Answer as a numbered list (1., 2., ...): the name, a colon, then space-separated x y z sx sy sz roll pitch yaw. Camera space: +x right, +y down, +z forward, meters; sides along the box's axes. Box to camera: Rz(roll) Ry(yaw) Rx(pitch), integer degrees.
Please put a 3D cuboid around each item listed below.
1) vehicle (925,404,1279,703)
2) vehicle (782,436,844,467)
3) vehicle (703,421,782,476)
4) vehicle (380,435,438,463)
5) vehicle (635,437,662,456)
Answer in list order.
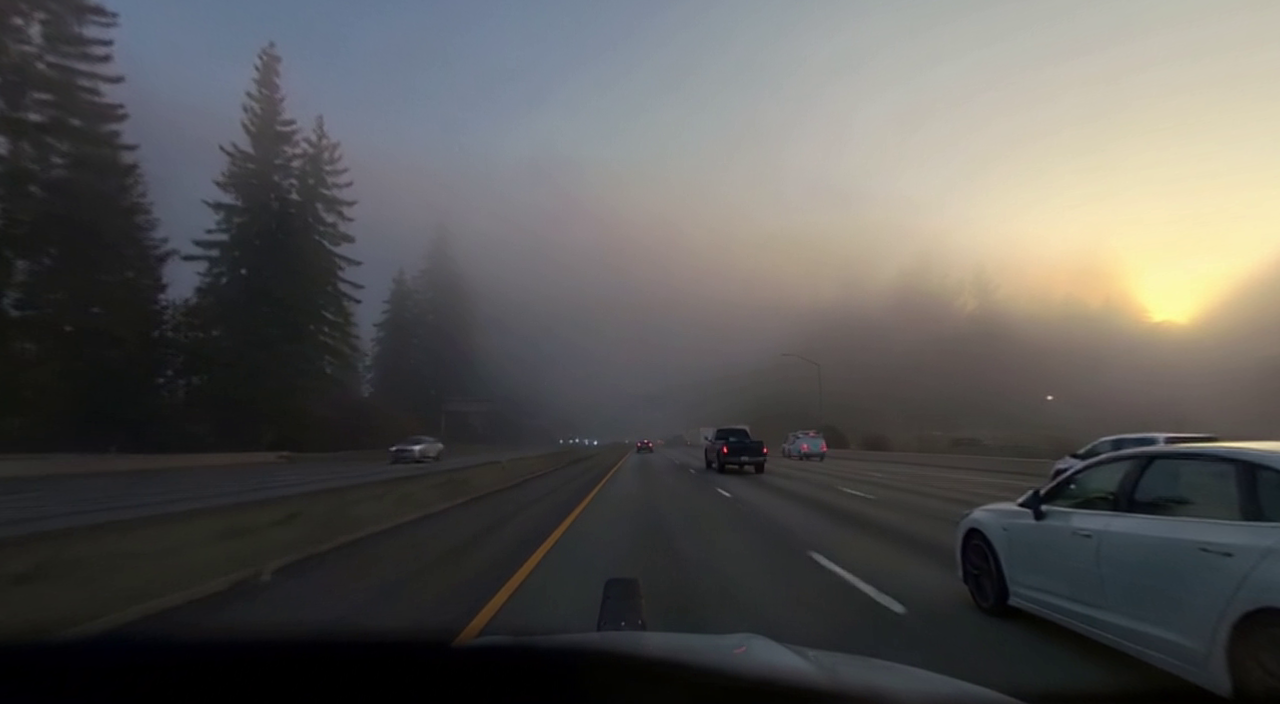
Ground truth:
1. vehicle: 3.372 1.003 2.886 1.904 1.453 4.789 0 -8 0
2. vehicle: 9.031 5.230 33.150 2.002 1.500 4.715 0 -8 1
3. vehicle: 3.900 3.816 25.015 2.206 1.902 5.460 0 -8 0
4. vehicle: -14.618 6.156 39.945 1.953 1.633 4.404 0 -8 1
5. vehicle: 0.643 7.482 49.827 2.052 1.472 4.295 0 -8 0
